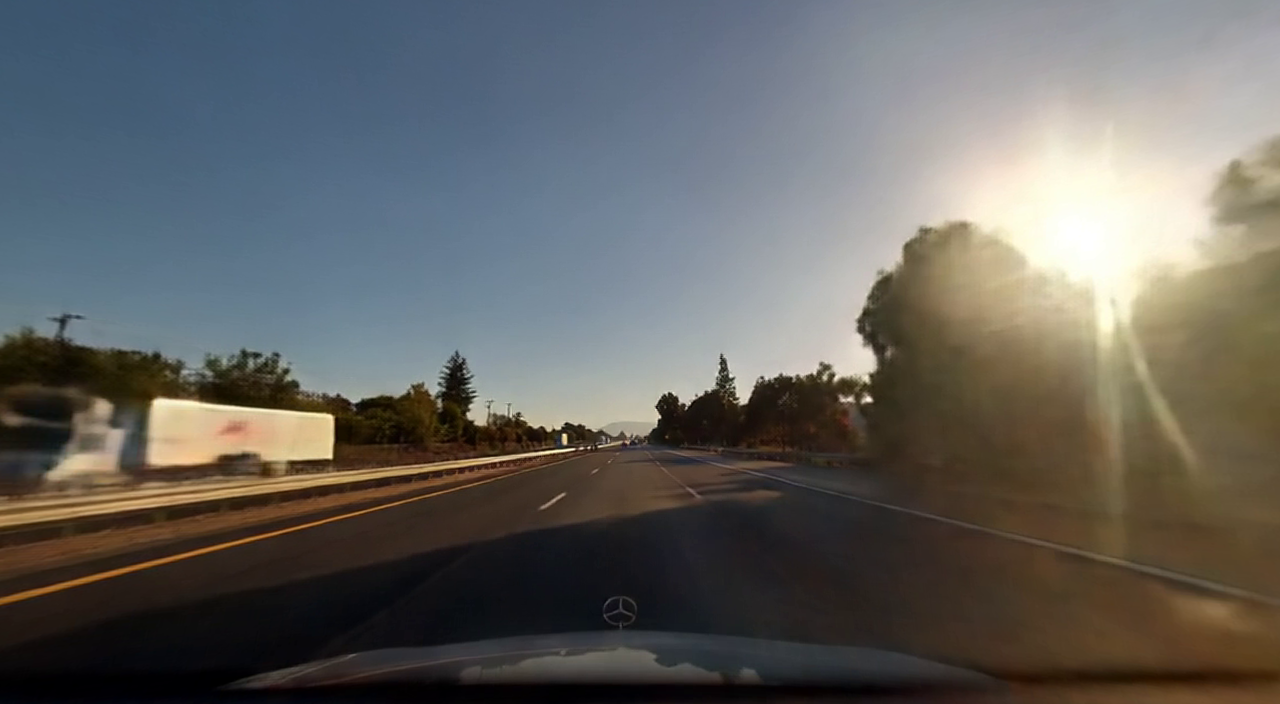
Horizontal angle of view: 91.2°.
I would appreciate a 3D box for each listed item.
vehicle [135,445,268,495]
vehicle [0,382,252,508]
[{"bbox_3d":[-16.548,4.442,23.950,1.918,1.709,4.258,-1,-9,1],"label":"vehicle"},{"bbox_3d":[-20.638,3.785,25.508,3.031,4.052,10.346,0,-9,-1],"label":"vehicle"}]
